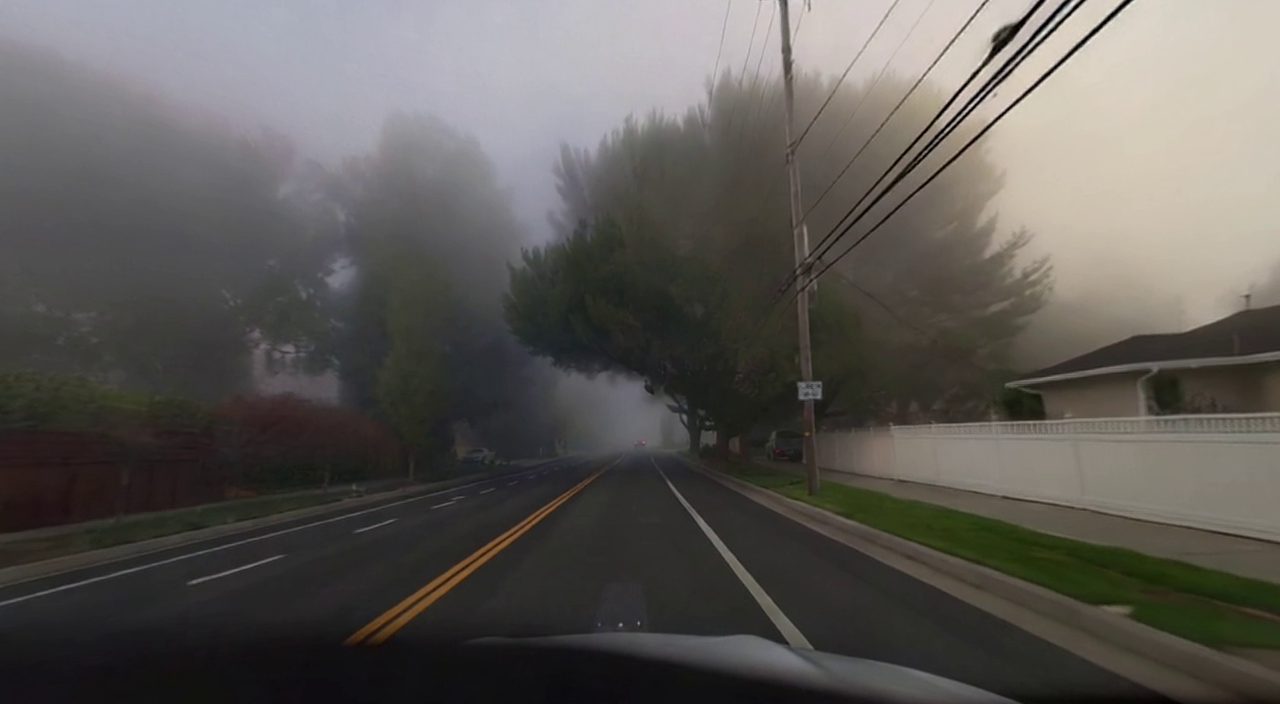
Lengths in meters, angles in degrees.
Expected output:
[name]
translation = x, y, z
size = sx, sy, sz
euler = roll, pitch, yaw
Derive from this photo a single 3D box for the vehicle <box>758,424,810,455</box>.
[vehicle]
translation = 9.641, 5.926, 42.788
size = 2.102, 1.822, 4.802
euler = -4, -8, -3
